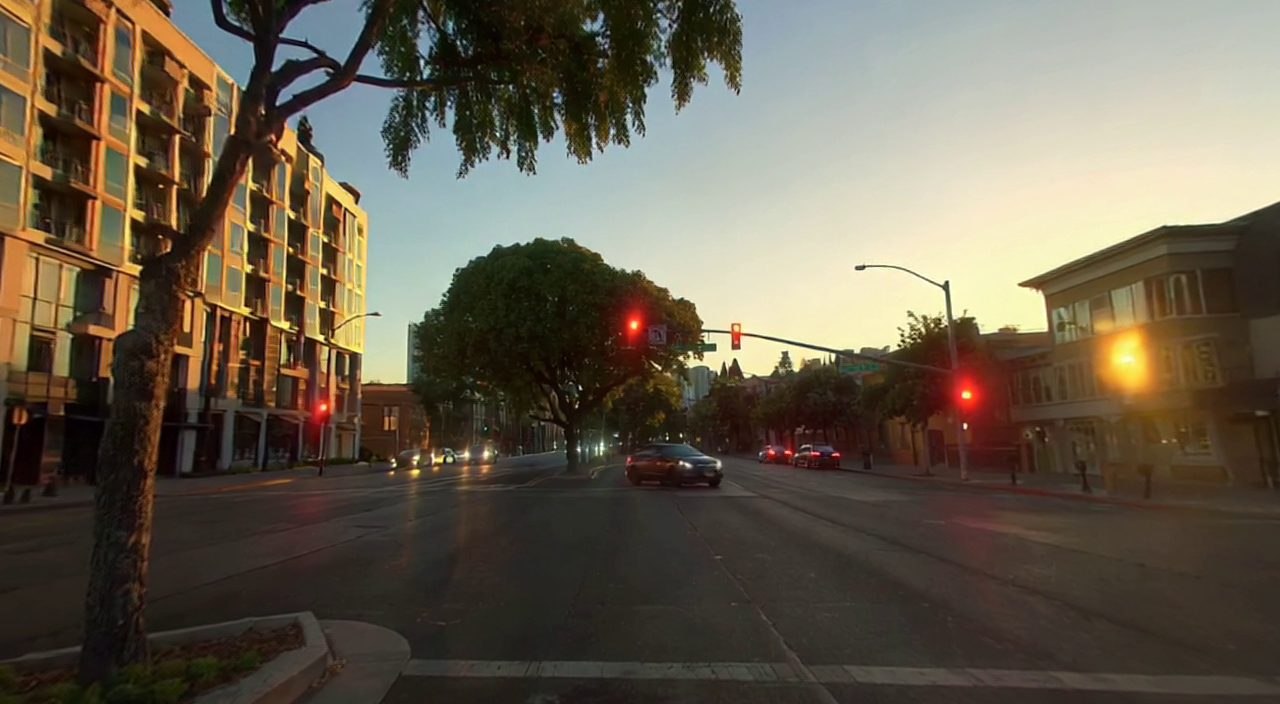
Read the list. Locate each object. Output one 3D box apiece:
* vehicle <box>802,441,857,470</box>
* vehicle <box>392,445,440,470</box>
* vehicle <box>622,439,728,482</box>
[{"bbox_3d":[13.052,7.140,43.822,2.181,1.876,4.723,0,-8,-2],"label":"vehicle"},{"bbox_3d":[-16.487,7.758,46.753,2.075,1.708,4.335,0,-8,-1],"label":"vehicle"},{"bbox_3d":[1.185,4.107,24.191,1.933,1.460,4.683,4,-10,-27],"label":"vehicle"}]
